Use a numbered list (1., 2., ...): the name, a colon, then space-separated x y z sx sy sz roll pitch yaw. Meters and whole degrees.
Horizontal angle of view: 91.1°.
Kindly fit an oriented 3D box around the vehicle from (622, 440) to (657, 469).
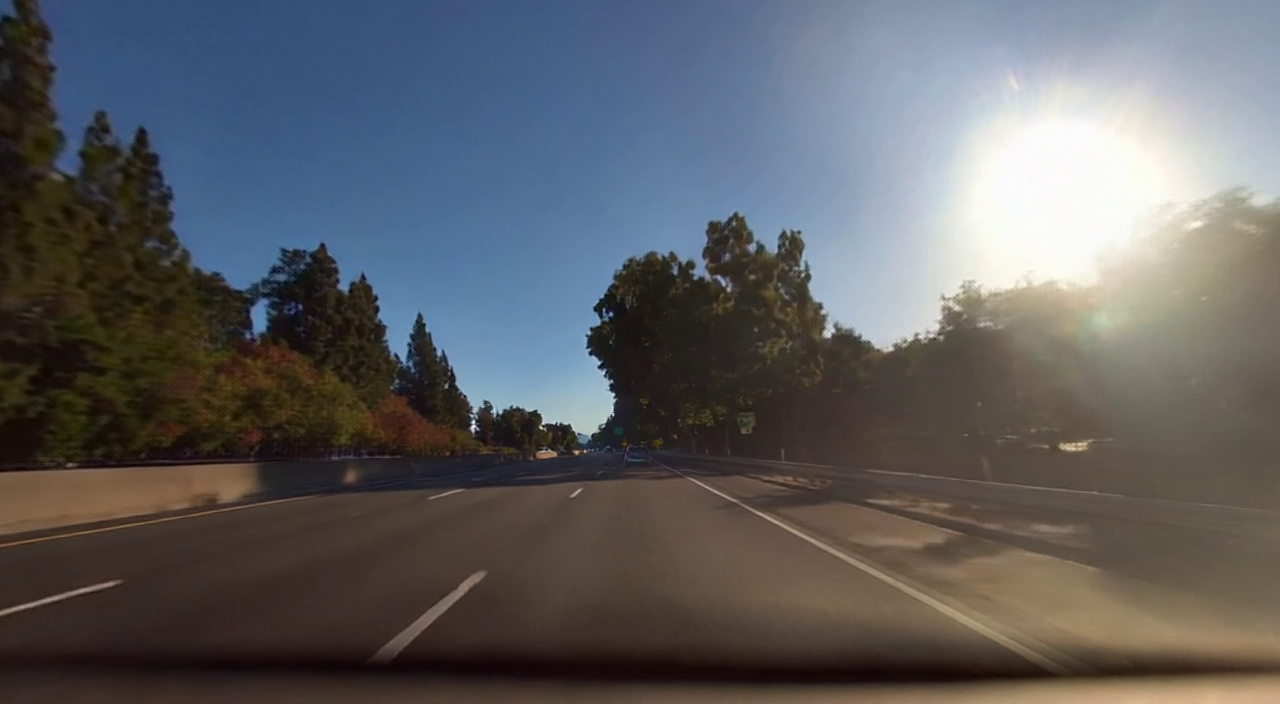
1. vehicle: -0.082 6.535 40.049 2.120 1.715 4.153 0 -9 -1
